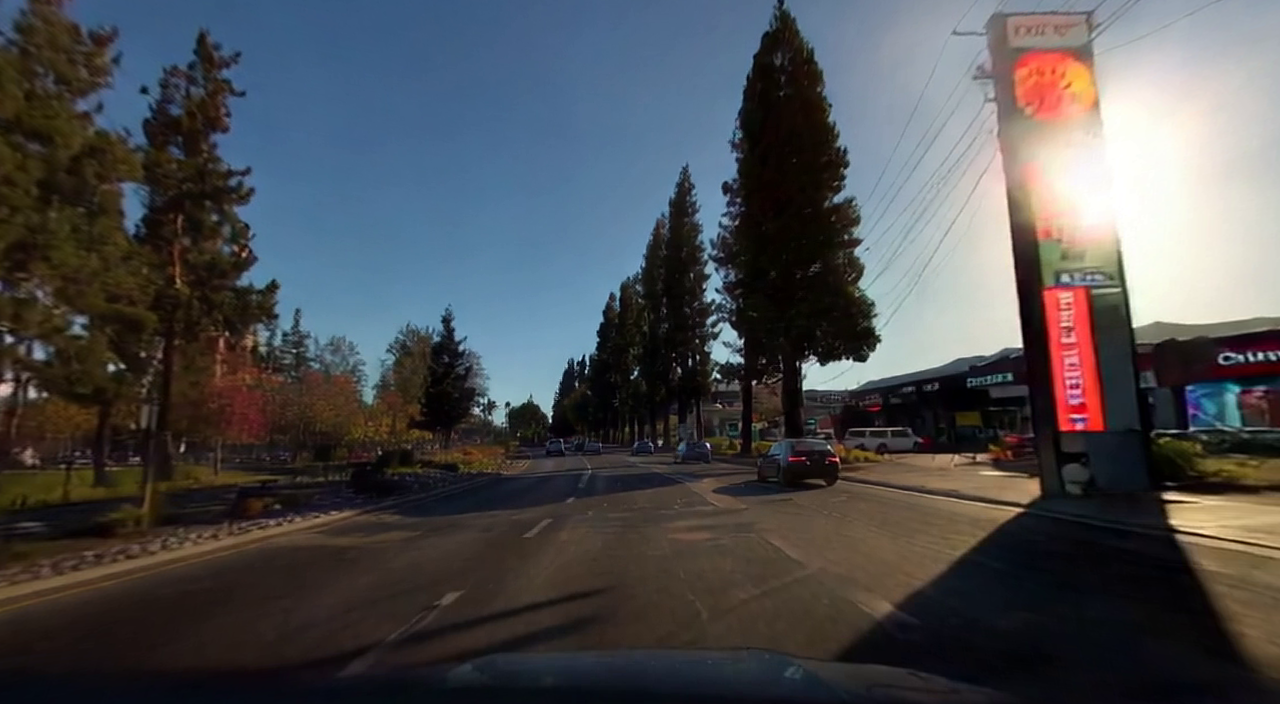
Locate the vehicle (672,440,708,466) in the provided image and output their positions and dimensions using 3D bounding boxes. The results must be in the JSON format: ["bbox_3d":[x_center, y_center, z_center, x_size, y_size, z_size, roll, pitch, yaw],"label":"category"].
[{"bbox_3d":[3.572,7.338,46.003,2.250,1.723,4.424,0,-8,0],"label":"vehicle"}]

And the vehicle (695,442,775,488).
[{"bbox_3d":[3.277,3.991,22.675,2.130,1.476,4.453,0,-8,-1],"label":"vehicle"}]
